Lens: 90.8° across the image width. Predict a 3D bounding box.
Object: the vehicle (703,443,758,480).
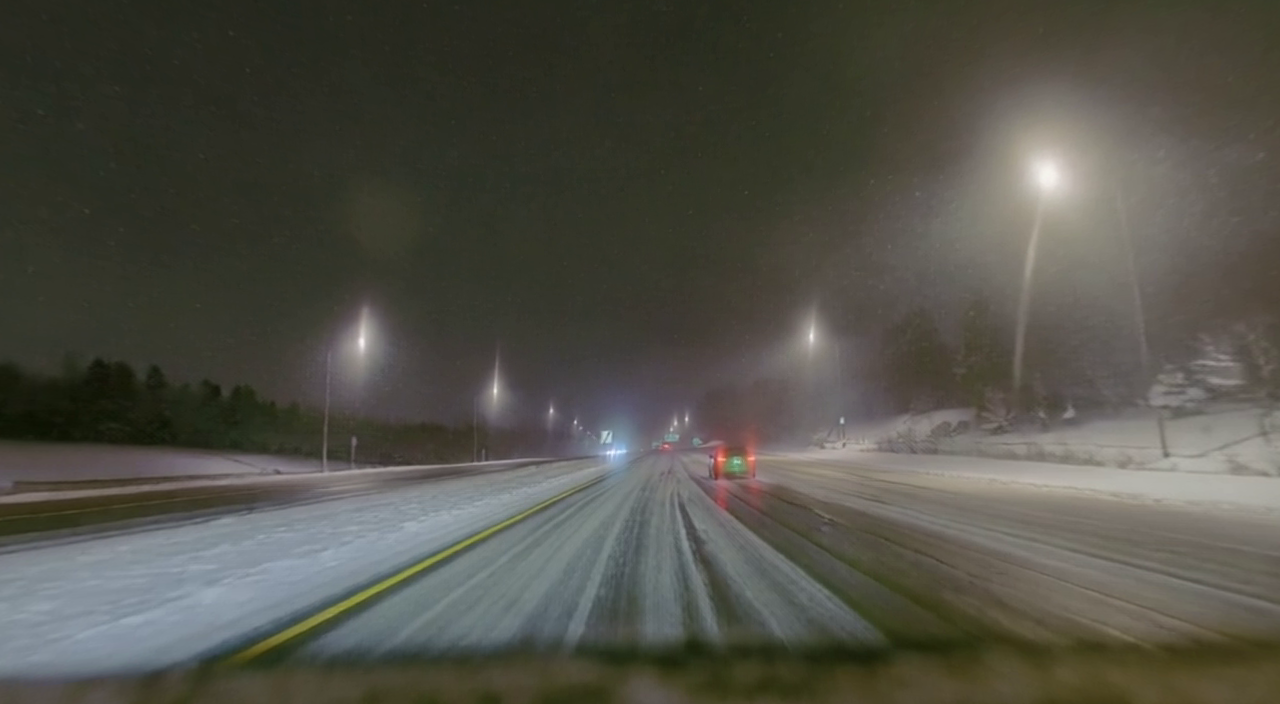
[{"bbox_3d":[3.915,4.800,27.928,1.874,1.506,4.116,0,-9,1],"label":"vehicle"}]
